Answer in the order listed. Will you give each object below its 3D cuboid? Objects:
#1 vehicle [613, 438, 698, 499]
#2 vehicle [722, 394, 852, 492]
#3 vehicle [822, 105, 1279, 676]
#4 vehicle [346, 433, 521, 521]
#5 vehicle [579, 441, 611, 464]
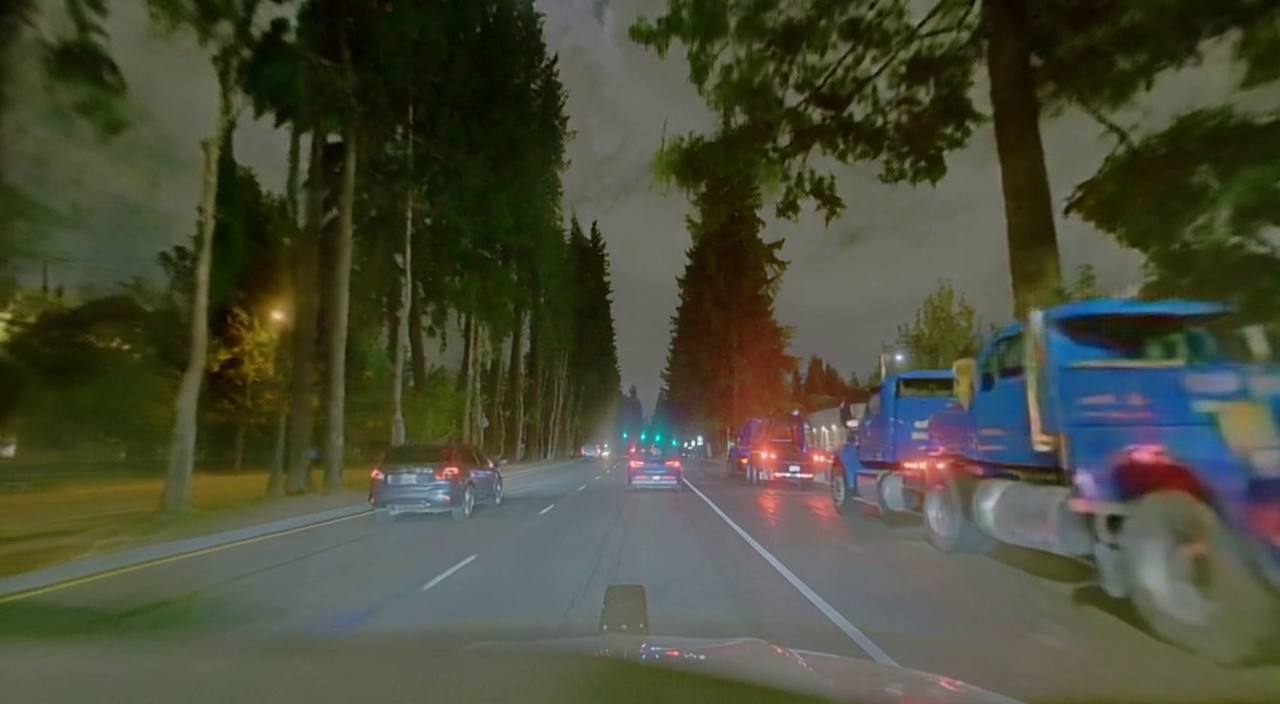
[{"bbox_3d":[0.386,3.164,17.527,2.086,1.466,4.026,0,-8,0],"label":"vehicle"},{"bbox_3d":[5.533,3.685,25.691,3.089,3.258,8.841,0,-8,0],"label":"vehicle"},{"bbox_3d":[5.595,0.966,8.958,2.867,3.600,11.047,0,-8,1],"label":"vehicle"},{"bbox_3d":[-4.064,2.540,13.415,2.003,1.507,4.808,0,-8,1],"label":"vehicle"},{"bbox_3d":[-3.472,7.789,48.971,2.062,1.641,4.193,0,-8,2],"label":"vehicle"}]
